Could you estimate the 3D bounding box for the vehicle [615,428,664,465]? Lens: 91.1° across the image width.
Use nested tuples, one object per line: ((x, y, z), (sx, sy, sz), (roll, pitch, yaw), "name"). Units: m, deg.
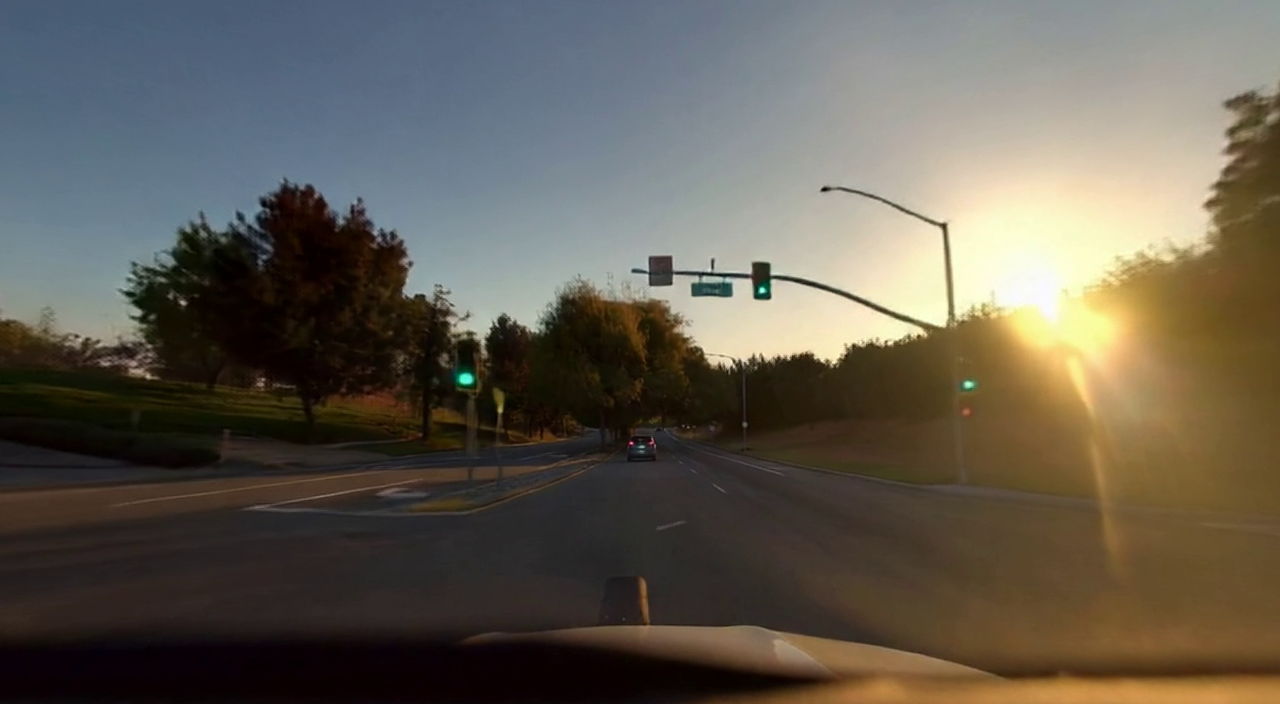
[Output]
((-0.019, 4.710, 31.345), (2.256, 1.734, 4.176), (0, -8, 0), "vehicle")
